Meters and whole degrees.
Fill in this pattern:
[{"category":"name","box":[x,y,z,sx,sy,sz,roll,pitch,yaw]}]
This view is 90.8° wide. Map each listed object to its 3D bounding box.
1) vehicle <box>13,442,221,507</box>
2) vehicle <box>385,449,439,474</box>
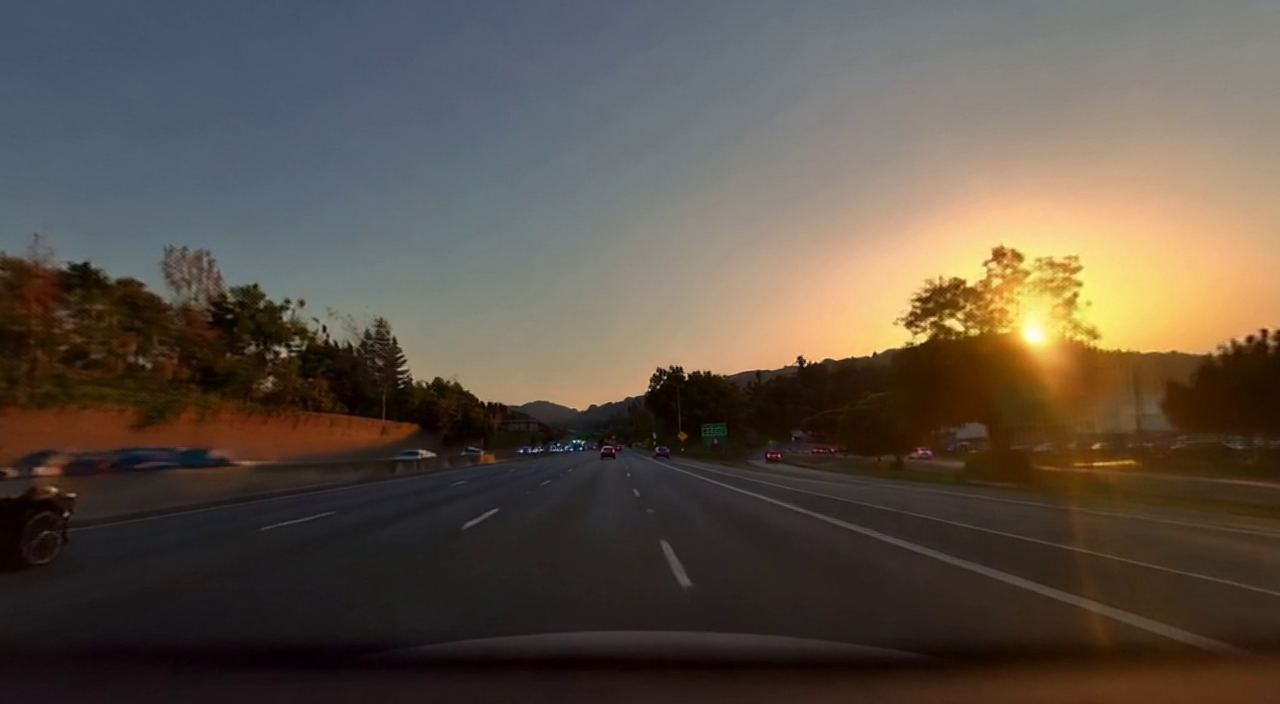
[{"category":"vehicle","box":[-13.496,3.148,16.741,1.903,1.484,4.320,0,-9,-2]},{"category":"vehicle","box":[-14.523,6.991,40.523,1.875,1.464,4.405,0,-9,-1]}]
